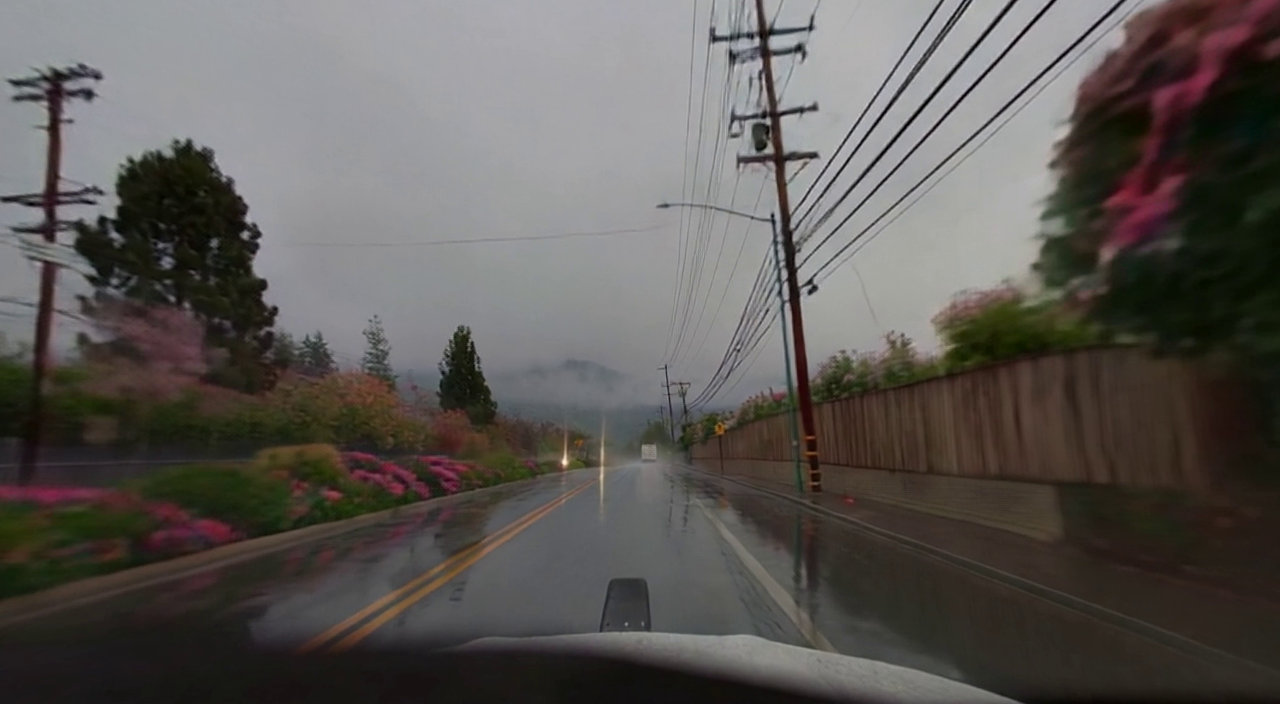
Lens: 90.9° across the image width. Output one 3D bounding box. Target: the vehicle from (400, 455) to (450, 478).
[{"bbox_3d":[-14.968,7.999,44.181,1.839,1.447,4.585,-1,-8,1],"label":"vehicle"}]
